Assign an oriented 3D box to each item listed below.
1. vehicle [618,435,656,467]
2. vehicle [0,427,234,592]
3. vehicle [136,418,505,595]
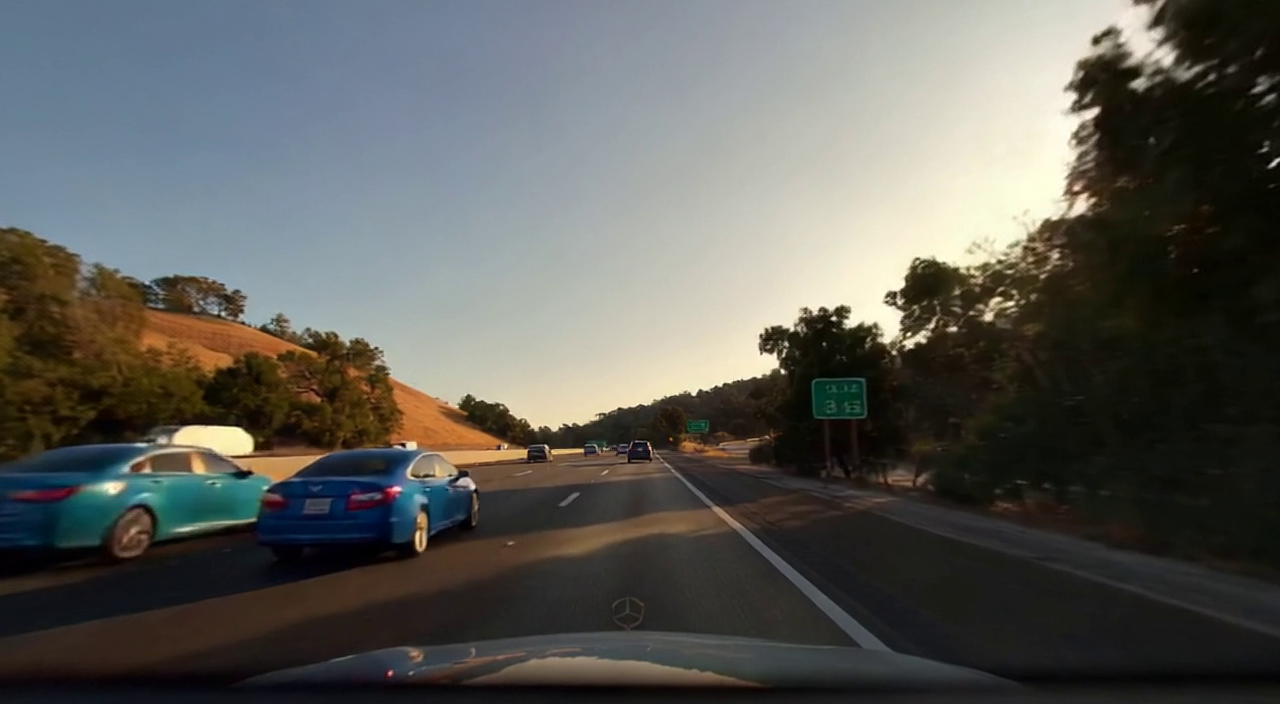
[{"bbox_3d":[-0.139,6.270,40.127,2.309,1.915,5.130,0,-8,1],"label":"vehicle"},{"bbox_3d":[-6.942,1.599,6.734,2.009,1.519,4.697,-1,-8,1],"label":"vehicle"},{"bbox_3d":[-3.458,1.783,8.338,2.139,1.589,5.102,0,-8,1],"label":"vehicle"}]
